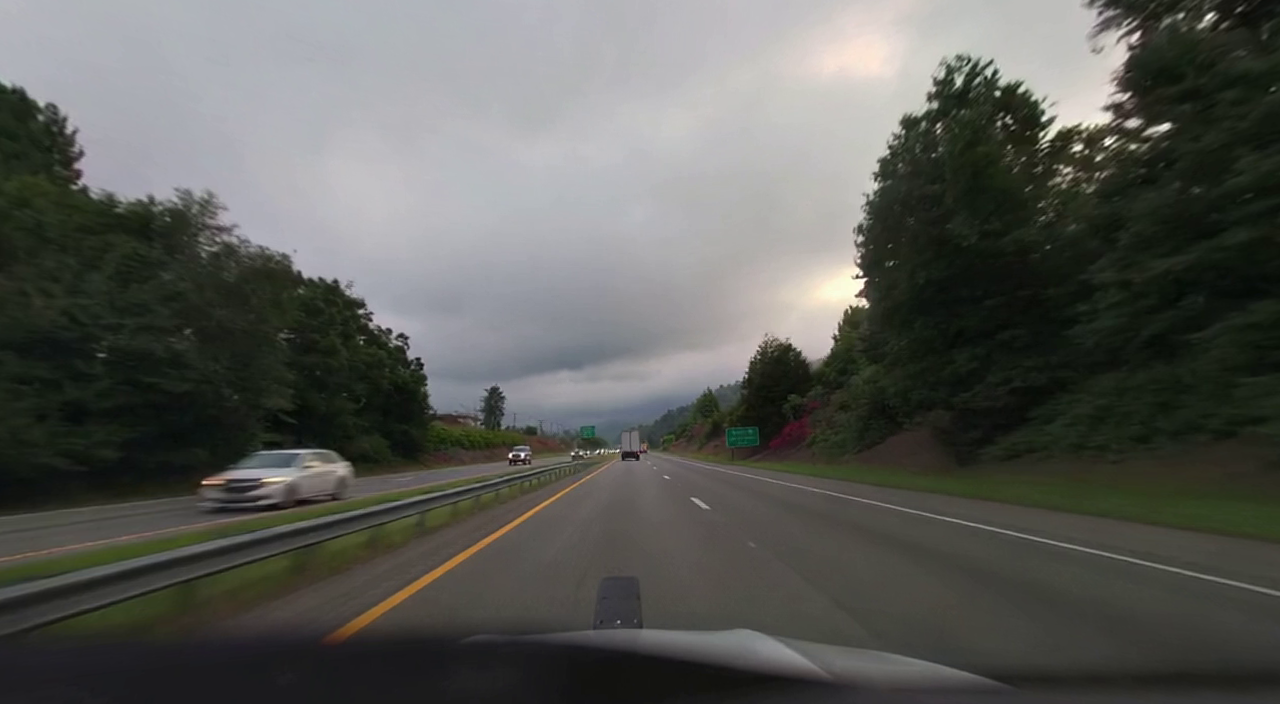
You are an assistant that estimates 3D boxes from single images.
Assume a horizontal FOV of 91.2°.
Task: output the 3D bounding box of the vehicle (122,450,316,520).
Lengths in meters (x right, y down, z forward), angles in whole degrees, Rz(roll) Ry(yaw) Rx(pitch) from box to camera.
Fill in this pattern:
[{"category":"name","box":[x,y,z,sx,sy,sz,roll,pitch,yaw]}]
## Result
[{"category":"vehicle","box":[-10.800,3.393,16.625,1.938,1.555,4.651,0,-9,0]}]
